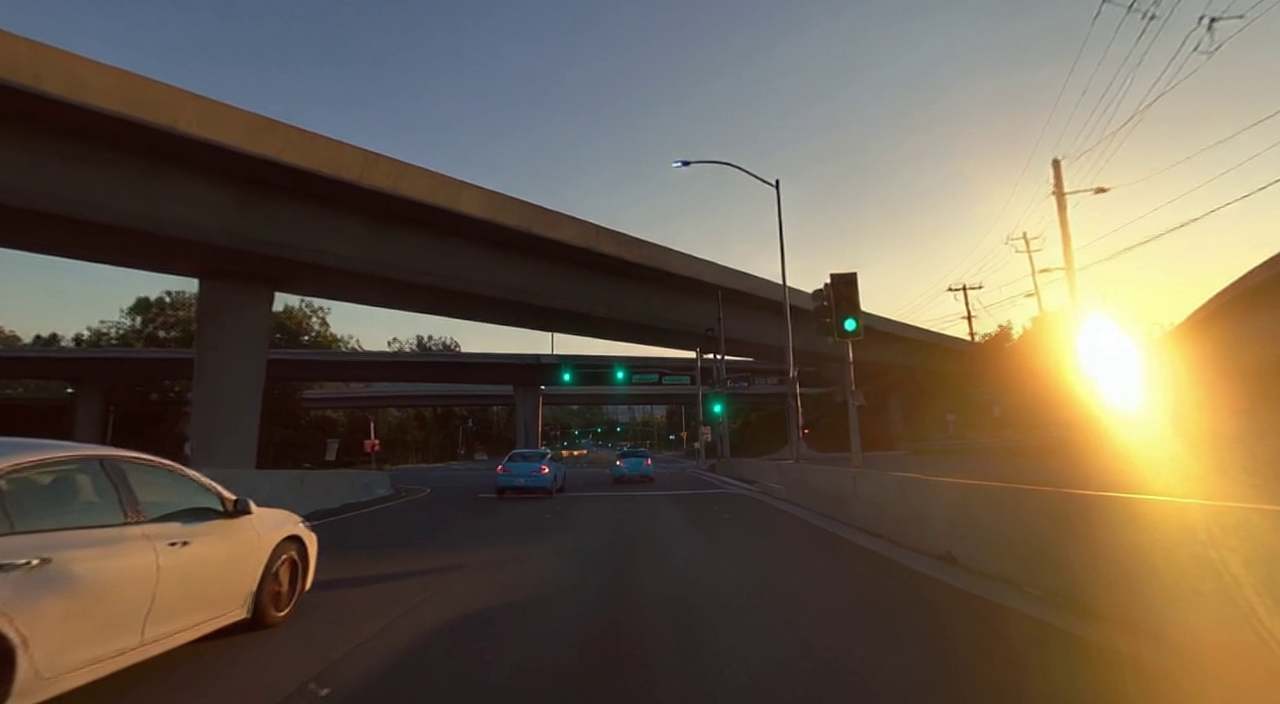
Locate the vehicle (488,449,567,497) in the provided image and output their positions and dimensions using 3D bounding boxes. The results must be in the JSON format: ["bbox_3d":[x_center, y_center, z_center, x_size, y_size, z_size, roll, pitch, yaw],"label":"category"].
[{"bbox_3d":[-3.758,4.101,21.770,1.946,1.437,4.154,0,-8,0],"label":"vehicle"}]

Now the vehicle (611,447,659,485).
[{"bbox_3d":[-0.247,5.106,28.588,1.985,1.565,3.968,0,-8,-1],"label":"vehicle"}]

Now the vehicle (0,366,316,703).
[{"bbox_3d":[-3.498,0.928,2.694,1.925,1.666,4.271,0,-8,0],"label":"vehicle"}]
